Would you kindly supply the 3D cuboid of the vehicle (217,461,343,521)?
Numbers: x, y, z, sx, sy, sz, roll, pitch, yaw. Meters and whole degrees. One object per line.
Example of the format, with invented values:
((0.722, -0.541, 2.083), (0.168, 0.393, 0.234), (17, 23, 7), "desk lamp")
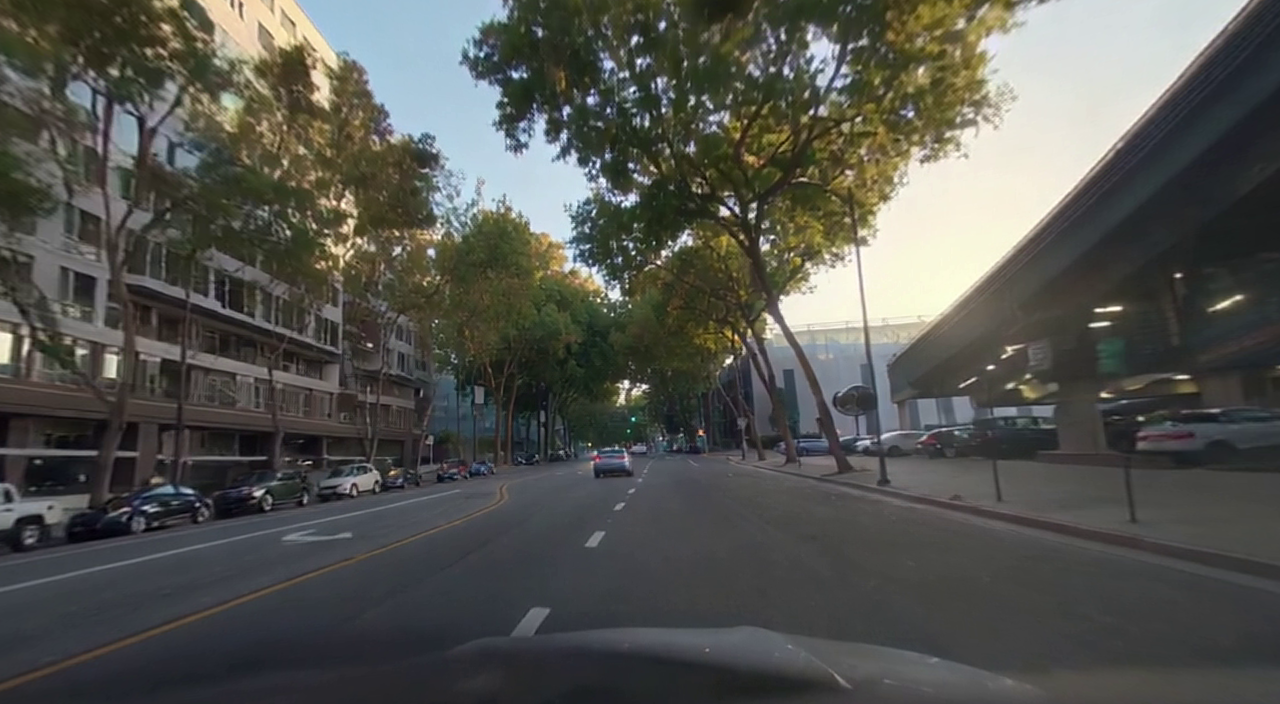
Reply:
((-14.220, 5.457, 25.334), (1.917, 1.775, 5.018), (-10, -9, 1), "vehicle")

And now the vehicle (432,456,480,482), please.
((-13.258, 8.431, 45.718), (1.997, 1.668, 4.084), (-1, -8, 4), "vehicle")

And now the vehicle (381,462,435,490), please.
((-13.523, 7.225, 37.066), (1.646, 1.462, 3.740), (0, -8, 1), "vehicle")

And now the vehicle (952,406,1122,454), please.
((14.129, 2.847, 22.783), (4.619, 1.626, 2.121), (-1, -8, 5), "vehicle")

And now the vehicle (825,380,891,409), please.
((14.494, 2.862, 42.258), (3.766, 1.708, 1.810), (-2, -10, 6), "vehicle")

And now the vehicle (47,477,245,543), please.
((-14.397, 4.606, 18.869), (2.021, 1.438, 4.616), (-3, -9, 4), "vehicle")

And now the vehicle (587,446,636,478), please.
((-1.302, 5.306, 30.812), (2.051, 1.454, 4.132), (0, -8, 2), "vehicle")

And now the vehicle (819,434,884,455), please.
((14.877, 6.539, 44.611), (3.620, 1.412, 2.472), (0, -9, -1), "vehicle")

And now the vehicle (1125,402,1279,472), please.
((13.810, 1.954, 14.696), (3.527, 1.496, 1.836), (0, -7, 0), "vehicle")

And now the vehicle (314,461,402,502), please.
((-13.692, 6.283, 31.036), (1.984, 1.635, 4.525), (-3, -9, 4), "vehicle")

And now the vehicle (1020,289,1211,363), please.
((13.270, -0.684, 17.829), (3.826, 1.601, 1.807), (-3, -8, 0), "vehicle")
